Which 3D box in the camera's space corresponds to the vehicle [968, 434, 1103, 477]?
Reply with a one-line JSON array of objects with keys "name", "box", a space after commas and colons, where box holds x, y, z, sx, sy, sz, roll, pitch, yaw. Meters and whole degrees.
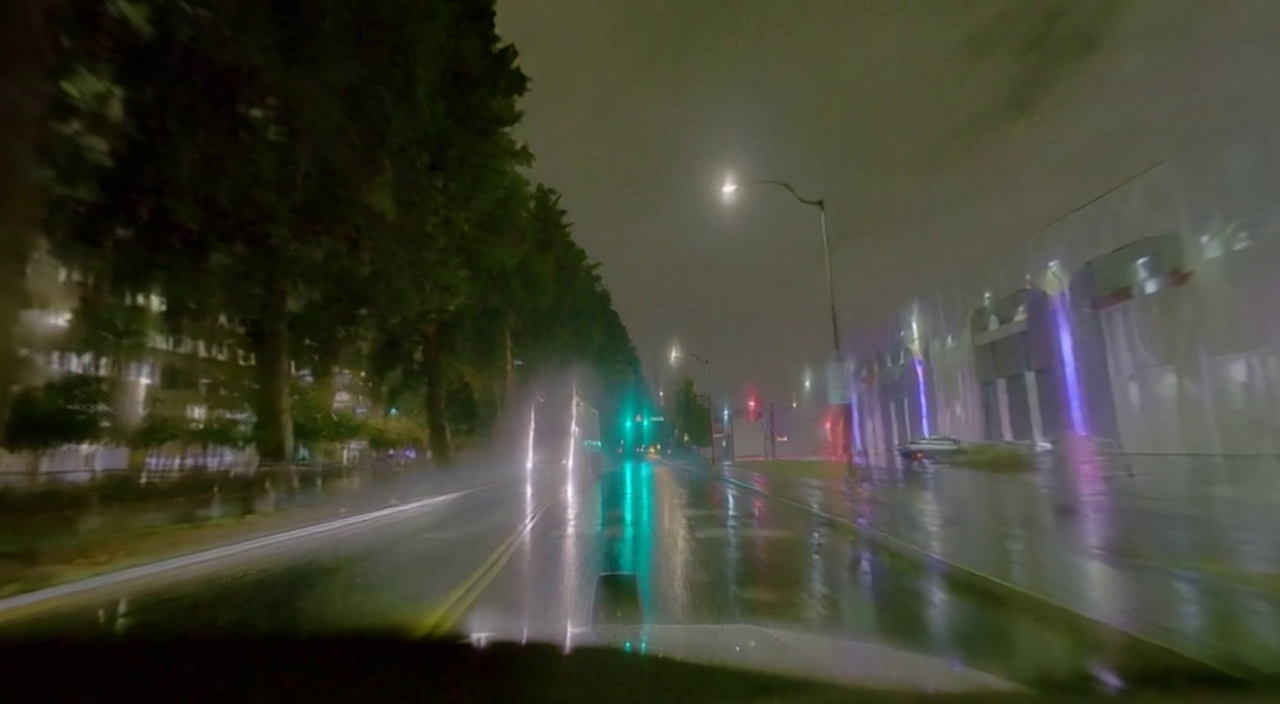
[{"name": "vehicle", "box": [15.660, 4.132, 25.062, 4.061, 1.590, 1.862, -1, -9, 0]}]

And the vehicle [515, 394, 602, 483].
[{"name": "vehicle", "box": [-4.507, 5.484, 38.985, 3.160, 4.343, 15.392, -1, -9, 1]}]
